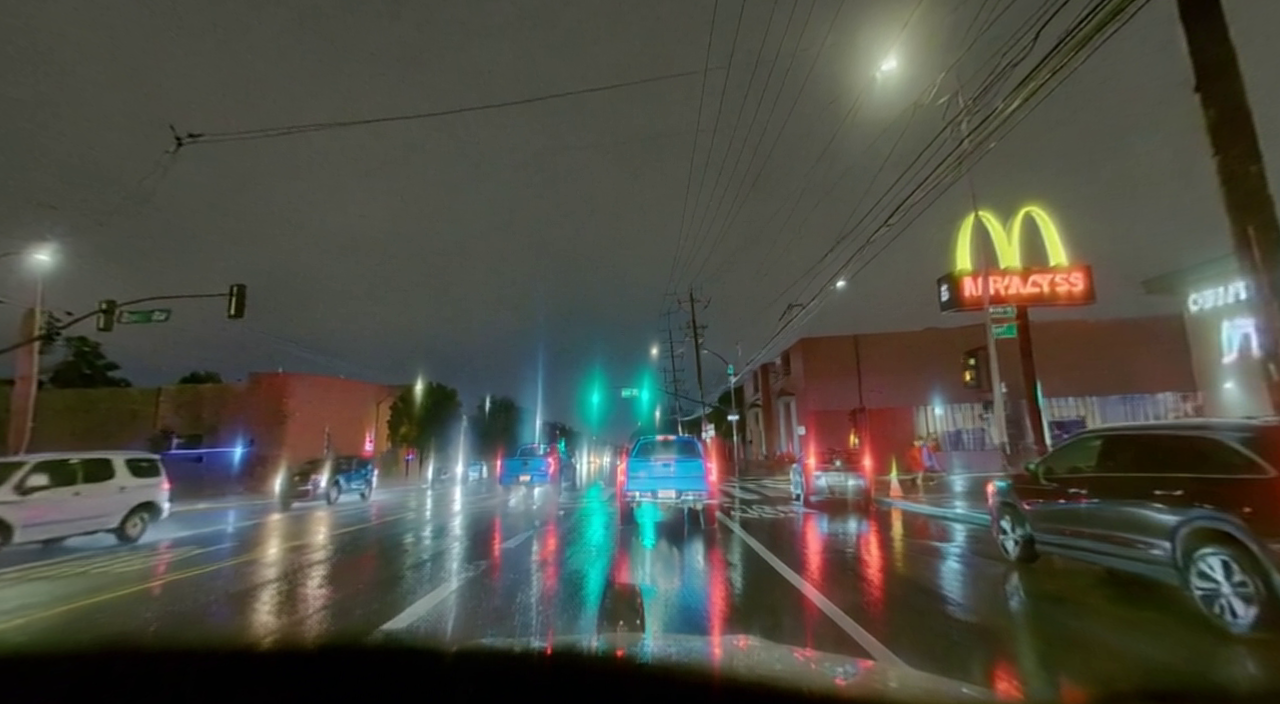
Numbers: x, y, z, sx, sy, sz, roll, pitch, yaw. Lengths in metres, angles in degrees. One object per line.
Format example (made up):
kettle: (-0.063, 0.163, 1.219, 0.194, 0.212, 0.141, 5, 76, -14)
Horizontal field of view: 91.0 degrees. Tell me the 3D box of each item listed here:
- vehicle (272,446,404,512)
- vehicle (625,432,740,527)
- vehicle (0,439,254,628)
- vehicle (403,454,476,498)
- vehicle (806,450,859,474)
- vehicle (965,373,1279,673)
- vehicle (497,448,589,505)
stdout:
vehicle: (-9.993, 4.205, 21.511, 2.081, 1.925, 5.632, 1, -9, -4)
vehicle: (0.996, 2.676, 13.890, 2.089, 1.699, 4.650, -1, -9, 6)
vehicle: (-6.267, 1.651, 6.239, 1.994, 1.551, 4.414, 0, -9, 1)
vehicle: (-9.174, 5.669, 29.219, 1.961, 1.814, 4.418, 0, -9, -1)
vehicle: (13.143, 7.516, 43.327, 2.075, 1.556, 4.585, 1, -9, -2)
vehicle: (5.024, 1.322, 5.614, 1.974, 1.823, 4.576, 0, -9, 3)
vehicle: (-2.962, 3.901, 20.276, 1.995, 1.554, 4.618, 0, -9, 3)
